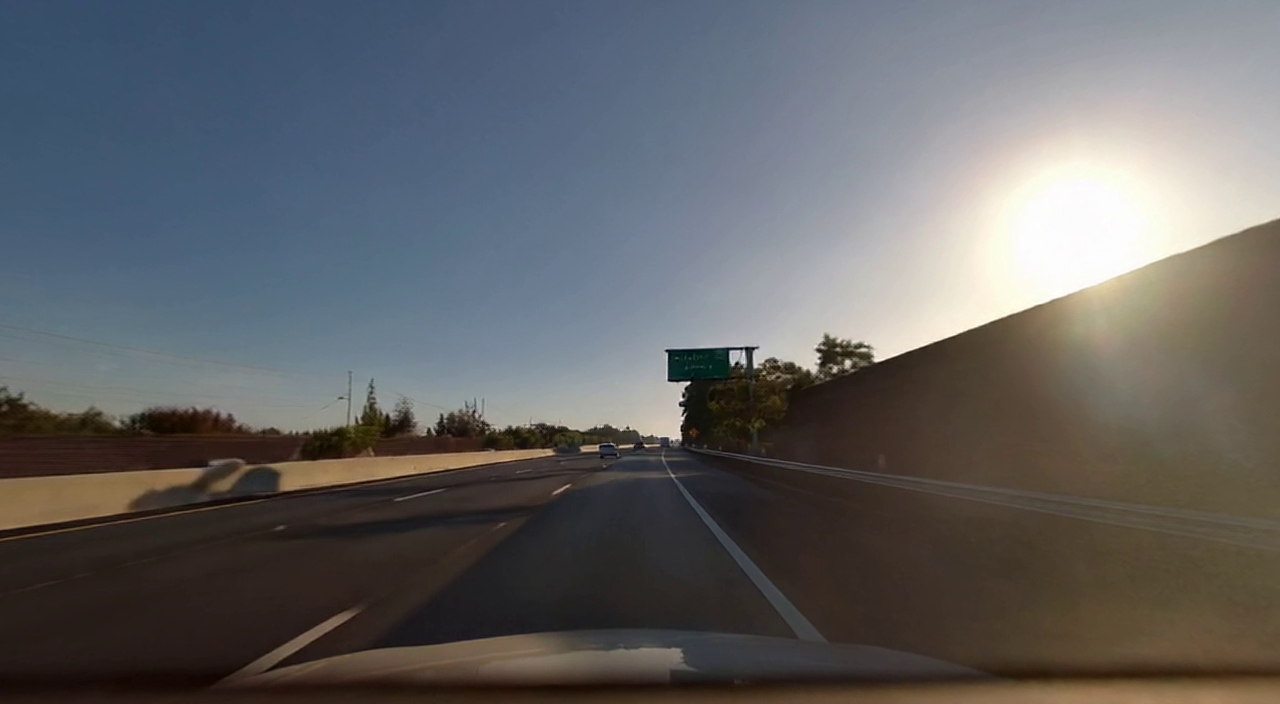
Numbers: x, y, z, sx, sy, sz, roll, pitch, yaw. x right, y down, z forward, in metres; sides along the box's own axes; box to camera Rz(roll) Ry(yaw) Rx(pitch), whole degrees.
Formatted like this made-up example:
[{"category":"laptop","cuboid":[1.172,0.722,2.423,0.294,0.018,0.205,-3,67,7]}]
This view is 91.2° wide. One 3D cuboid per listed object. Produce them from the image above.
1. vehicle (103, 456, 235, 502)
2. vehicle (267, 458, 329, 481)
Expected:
[{"category":"vehicle","cuboid":[-20.135,5.431,27.119,1.966,1.737,4.642,0,-9,1]},{"category":"vehicle","cuboid":[-24.460,8.404,44.993,1.847,1.519,4.339,0,-9,1]}]
